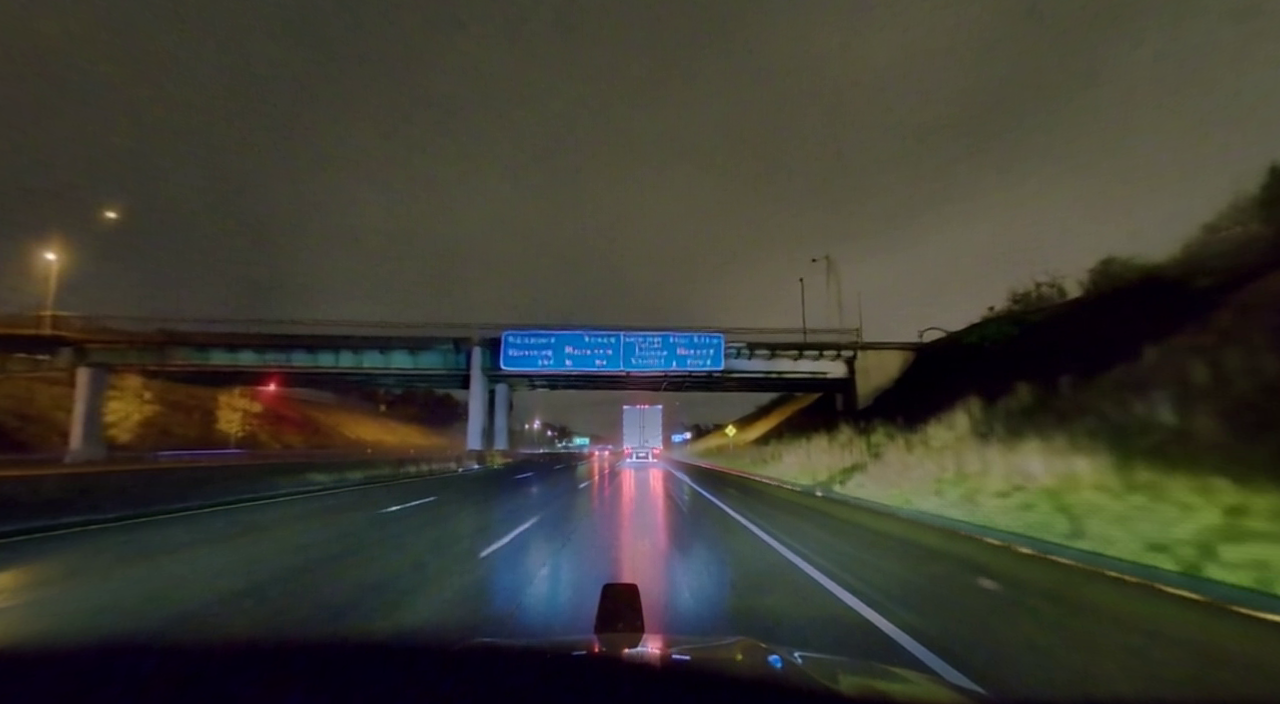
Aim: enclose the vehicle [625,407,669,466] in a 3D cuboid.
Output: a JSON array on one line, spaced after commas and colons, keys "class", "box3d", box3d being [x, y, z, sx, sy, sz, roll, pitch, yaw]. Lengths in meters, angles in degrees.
[{"class": "vehicle", "box3d": [0.427, 6.727, 49.254, 3.033, 3.985, 12.383, 0, -9, 0]}]
